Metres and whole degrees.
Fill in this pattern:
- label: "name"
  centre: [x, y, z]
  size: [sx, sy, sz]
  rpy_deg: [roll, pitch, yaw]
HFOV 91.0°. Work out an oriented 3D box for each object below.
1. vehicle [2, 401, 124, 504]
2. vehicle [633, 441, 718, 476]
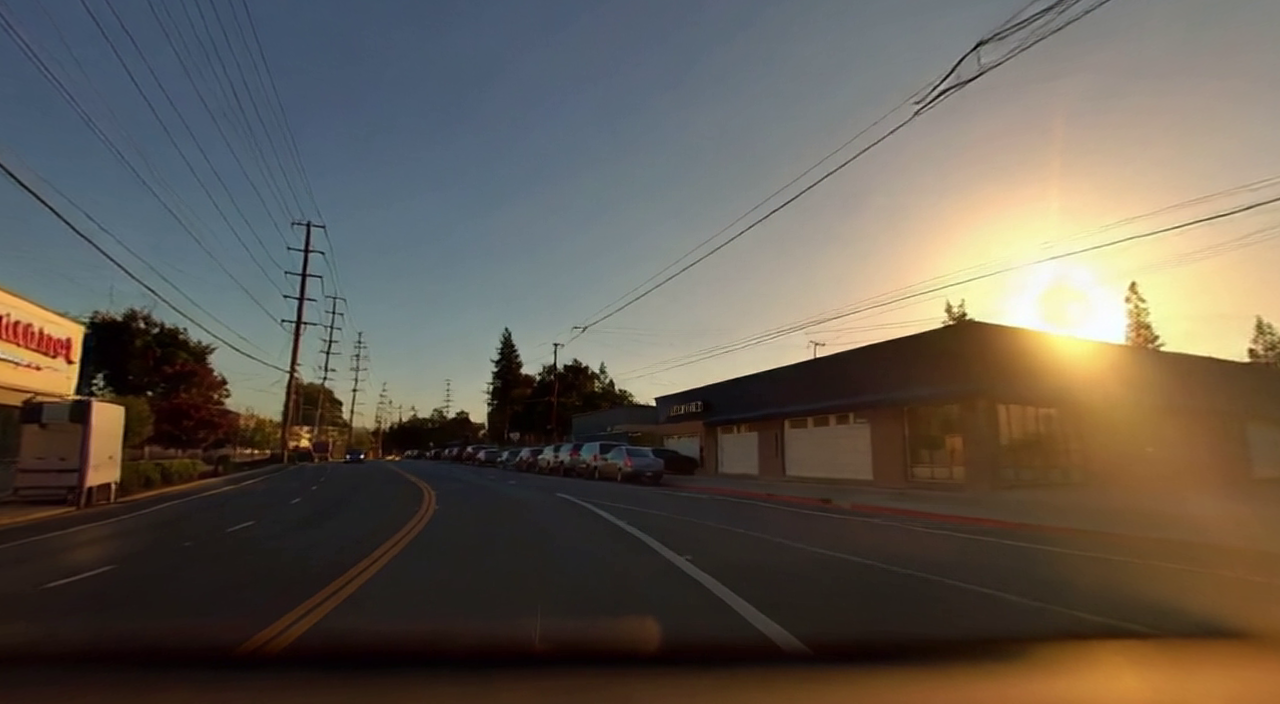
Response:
- label: "vehicle"
  centre: [-17.402, 2.985, 19.172]
  size: [1.716, 2.808, 3.001]
  rpy_deg: [0, -7, -23]
- label: "vehicle"
  centre: [1.832, 5.101, 30.579]
  size: [2.074, 1.526, 4.853]
  rpy_deg: [-5, -10, 31]
